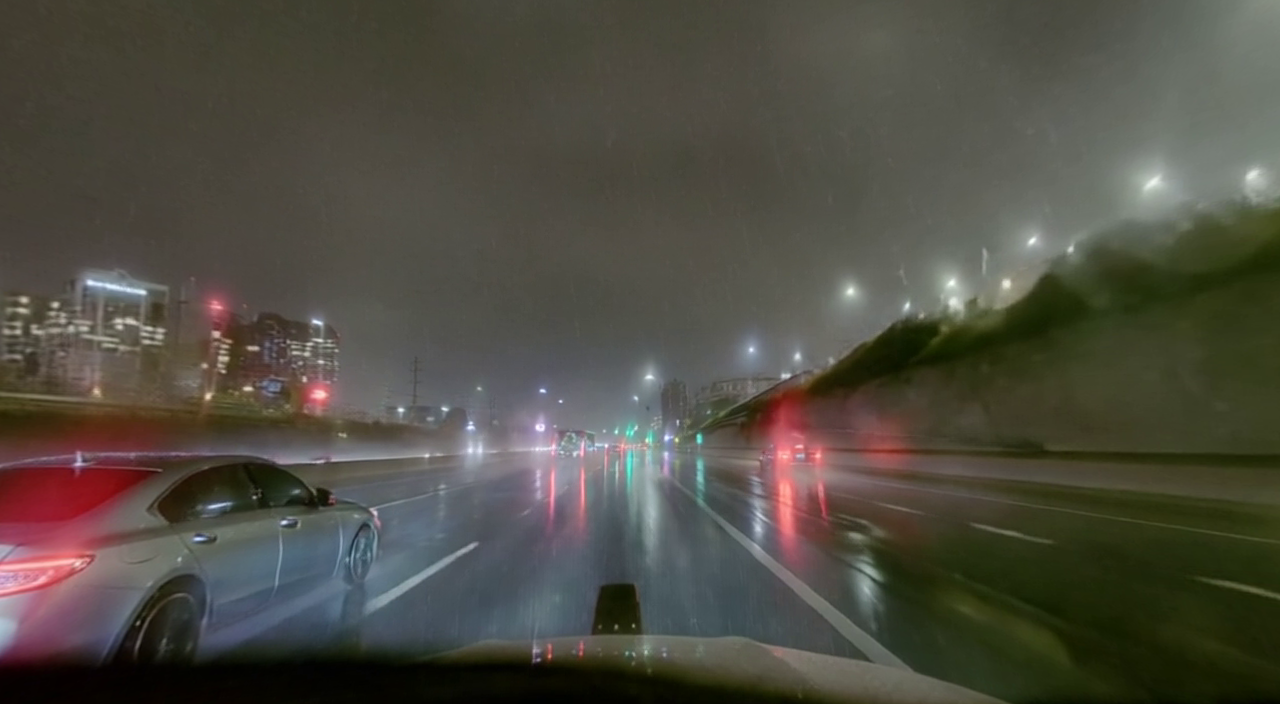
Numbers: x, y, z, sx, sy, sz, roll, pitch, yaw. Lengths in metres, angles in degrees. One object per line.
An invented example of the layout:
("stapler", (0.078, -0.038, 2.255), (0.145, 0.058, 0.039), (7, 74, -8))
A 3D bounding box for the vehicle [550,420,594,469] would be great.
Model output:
("vehicle", (-4.406, 6.197, 42.202), (2.364, 2.953, 6.732), (0, -9, -1))

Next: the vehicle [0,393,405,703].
("vehicle", (-3.746, 1.296, 4.999), (2.025, 1.556, 4.594), (0, -8, -1))
